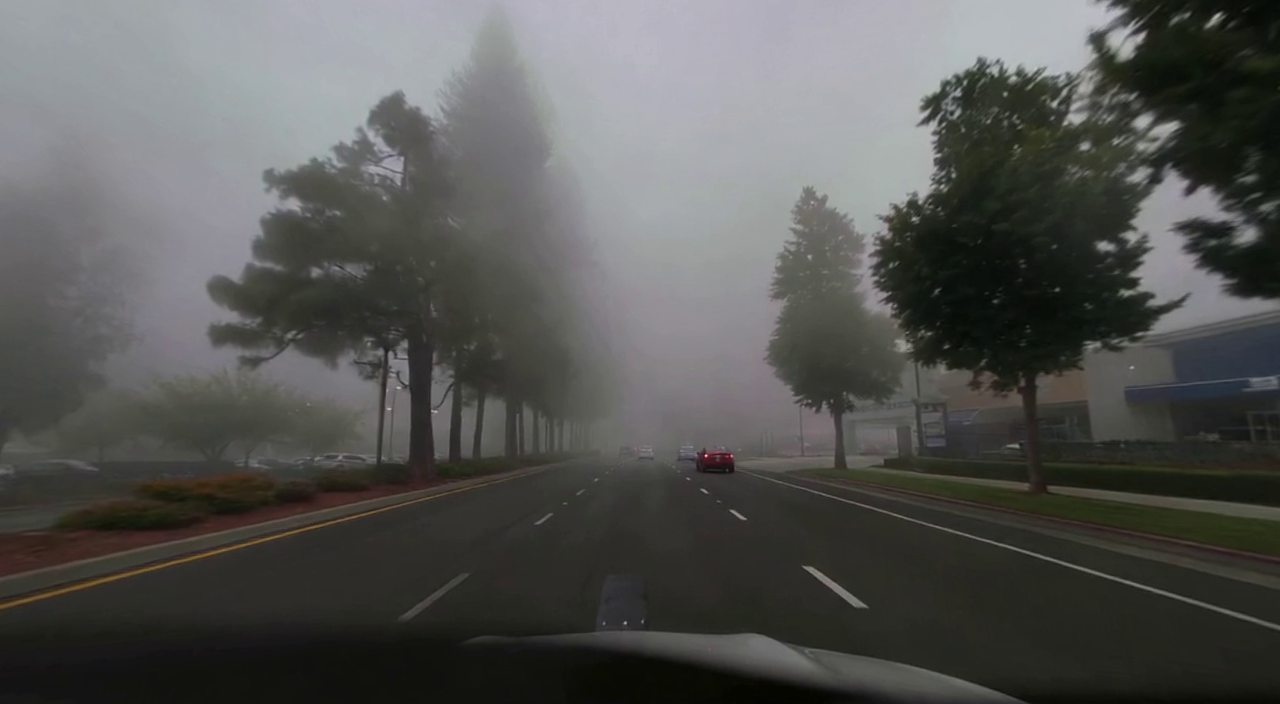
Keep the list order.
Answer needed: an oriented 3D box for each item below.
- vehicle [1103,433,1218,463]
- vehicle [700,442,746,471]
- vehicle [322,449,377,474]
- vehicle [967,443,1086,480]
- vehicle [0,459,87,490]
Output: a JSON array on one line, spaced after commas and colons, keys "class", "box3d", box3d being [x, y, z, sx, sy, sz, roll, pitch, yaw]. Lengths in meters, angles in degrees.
[{"class": "vehicle", "box3d": [30.083, 5.536, 36.519, 4.933, 1.653, 1.851, 0, -8, 1]}, {"class": "vehicle", "box3d": [4.513, 5.742, 34.907, 1.916, 1.459, 4.335, 0, -8, -1]}, {"class": "vehicle", "box3d": [-22.215, 8.386, 48.365, 1.939, 1.780, 5.057, 0, -9, -2]}, {"class": "vehicle", "box3d": [17.058, 4.827, 27.973, 3.907, 1.540, 2.017, 0, -8, 3]}, {"class": "vehicle", "box3d": [-38.921, 7.868, 40.854, 1.836, 1.713, 4.667, 0, -8, 1]}]
